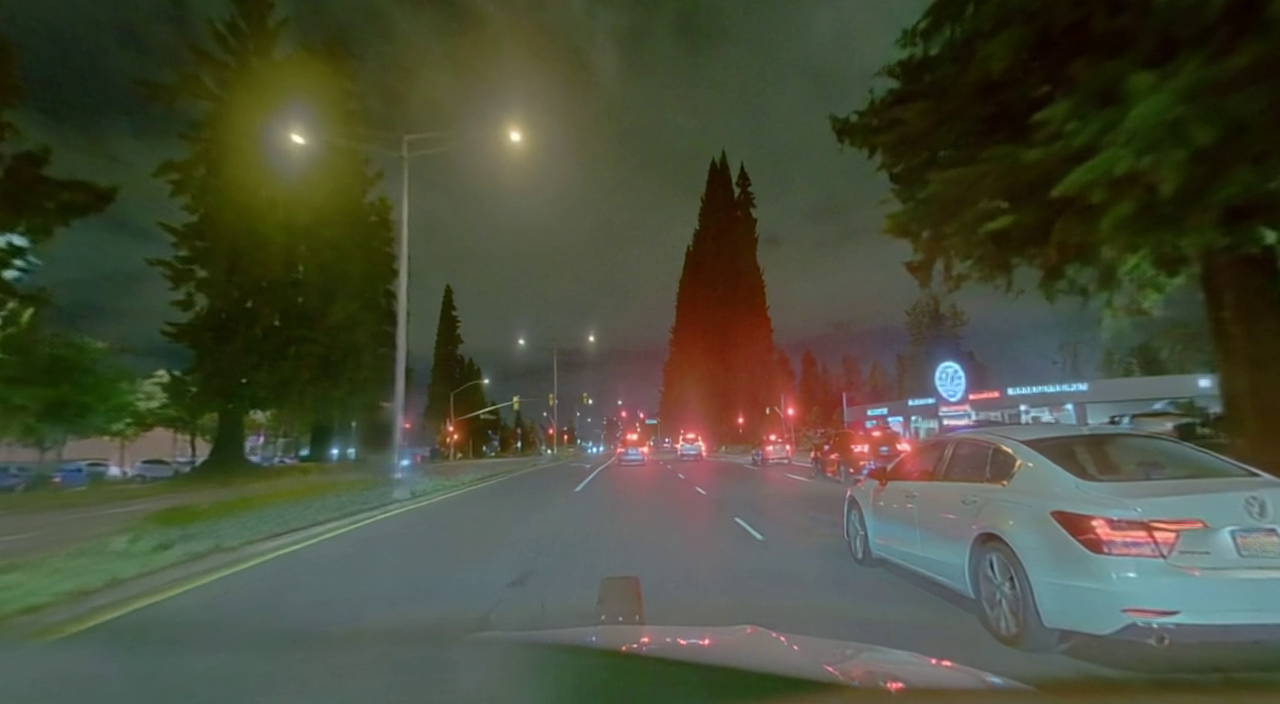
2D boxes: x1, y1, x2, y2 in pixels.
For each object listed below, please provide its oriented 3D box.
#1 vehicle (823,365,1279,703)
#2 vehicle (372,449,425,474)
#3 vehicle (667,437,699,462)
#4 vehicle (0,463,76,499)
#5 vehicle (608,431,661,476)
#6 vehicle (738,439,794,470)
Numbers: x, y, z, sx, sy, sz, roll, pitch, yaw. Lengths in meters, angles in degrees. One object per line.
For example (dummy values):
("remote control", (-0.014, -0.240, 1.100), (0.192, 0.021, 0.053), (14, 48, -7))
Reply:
("vehicle", (3.271, 1.212, 5.137), (2.153, 1.658, 4.485), (0, -8, -1))
("vehicle", (-17.245, 7.823, 45.278), (1.984, 1.492, 4.677), (-5, -8, -1))
("vehicle", (3.131, 7.159, 46.524), (2.000, 1.745, 4.206), (0, -8, -1))
("vehicle", (-30.325, 6.314, 30.692), (4.058, 1.535, 1.826), (-2, -8, -2))
("vehicle", (-0.234, 4.398, 27.512), (2.106, 1.798, 4.168), (0, -8, 0))
("vehicle", (6.347, 5.208, 32.301), (1.883, 1.452, 4.258), (0, -8, -1))
